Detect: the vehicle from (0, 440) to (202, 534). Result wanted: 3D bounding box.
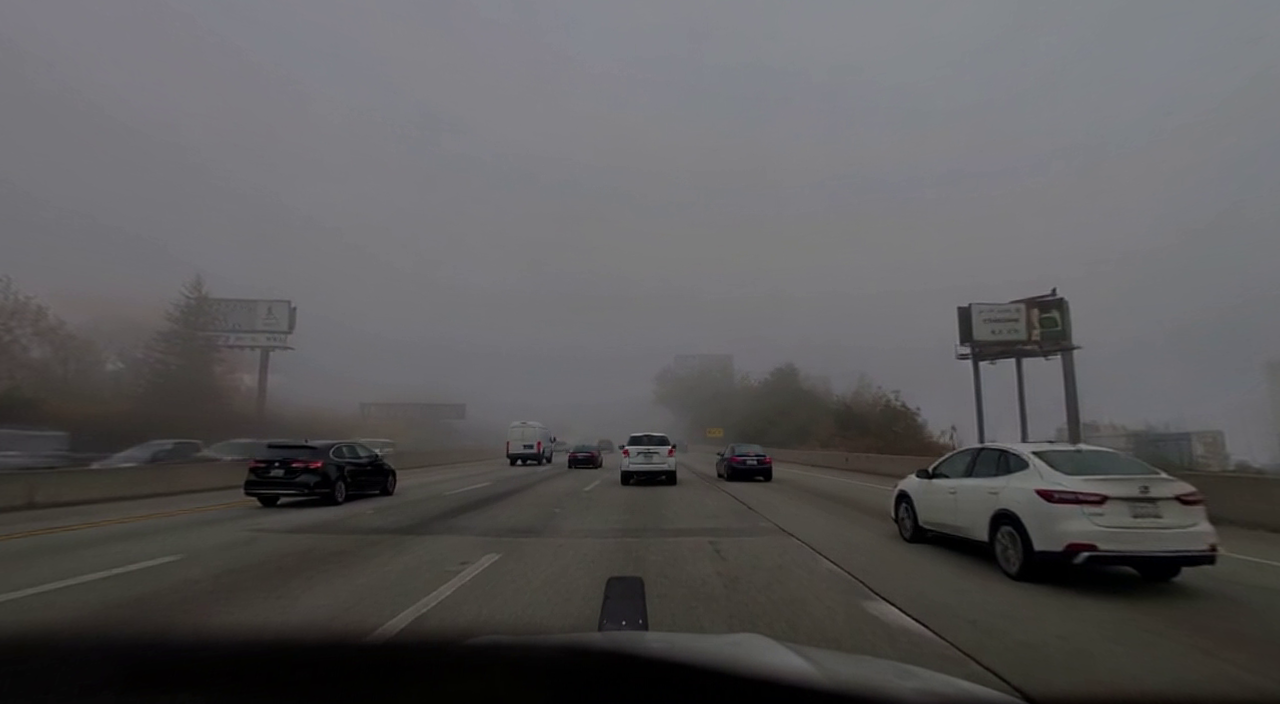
[{"bbox_3d":[-10.823,2.380,11.747,1.970,1.441,4.555,0,-8,1],"label":"vehicle"}]

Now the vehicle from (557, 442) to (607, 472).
[{"bbox_3d":[-2.992,5.524,33.429,2.079,1.499,4.512,0,-8,2],"label":"vehicle"}]

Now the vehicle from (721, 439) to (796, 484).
[{"bbox_3d":[4.309,4.047,23.686,1.942,1.487,4.518,0,-8,0],"label":"vehicle"}]

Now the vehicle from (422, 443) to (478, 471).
[{"bbox_3d":[-10.725,5.946,35.842,1.923,1.480,3.905,0,-8,1],"label":"vehicle"}]

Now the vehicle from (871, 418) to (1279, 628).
[{"bbox_3d":[4.313,1.553,6.814,1.915,1.482,4.537,0,-8,0],"label":"vehicle"}]

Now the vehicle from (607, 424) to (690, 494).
[{"bbox_3d":[0.260,3.188,19.128,2.209,1.863,4.626,0,-8,1],"label":"vehicle"}]

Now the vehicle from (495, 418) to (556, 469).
[{"bbox_3d":[-6.889,5.645,38.921,2.358,2.817,7.055,0,-8,0],"label":"vehicle"}]

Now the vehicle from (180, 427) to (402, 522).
[{"bbox_3d":[-6.956,2.466,13.295,2.021,1.632,4.417,0,-8,2],"label":"vehicle"}]
